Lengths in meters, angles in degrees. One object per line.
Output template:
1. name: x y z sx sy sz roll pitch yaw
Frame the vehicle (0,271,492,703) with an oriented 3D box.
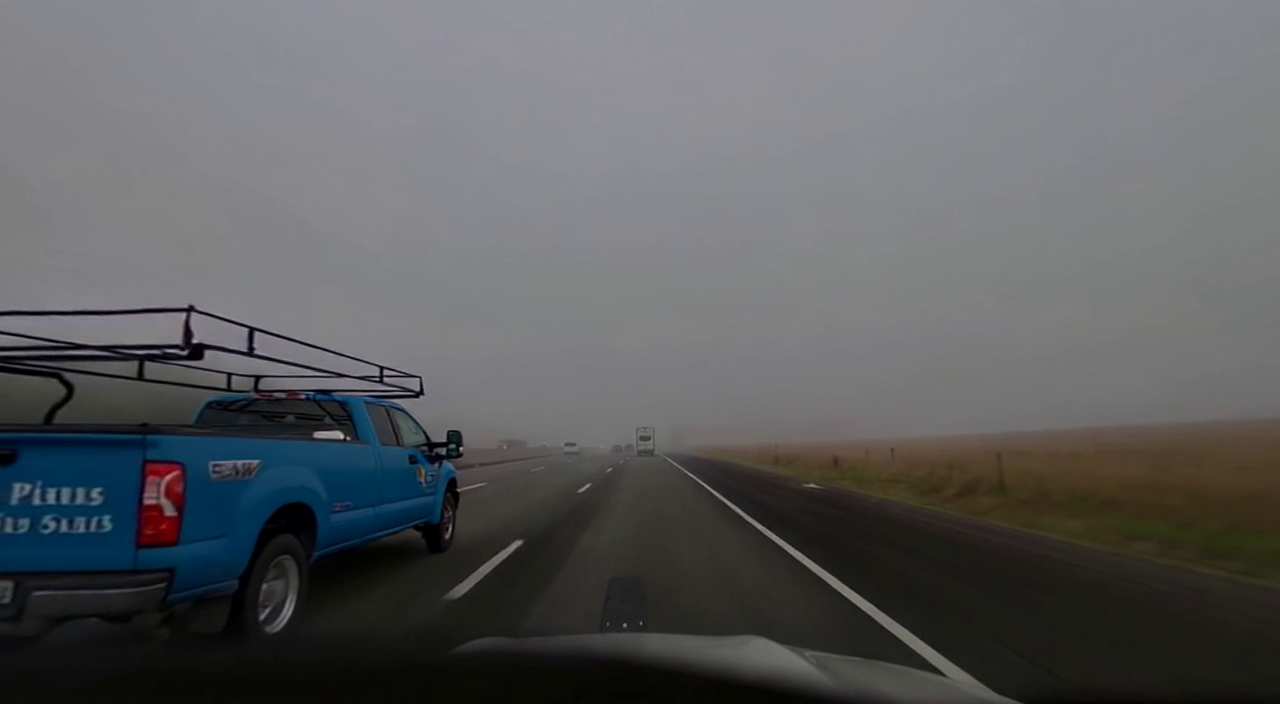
1. vehicle: -3.806 1.195 6.686 2.791 2.330 6.725 -1 -8 0
